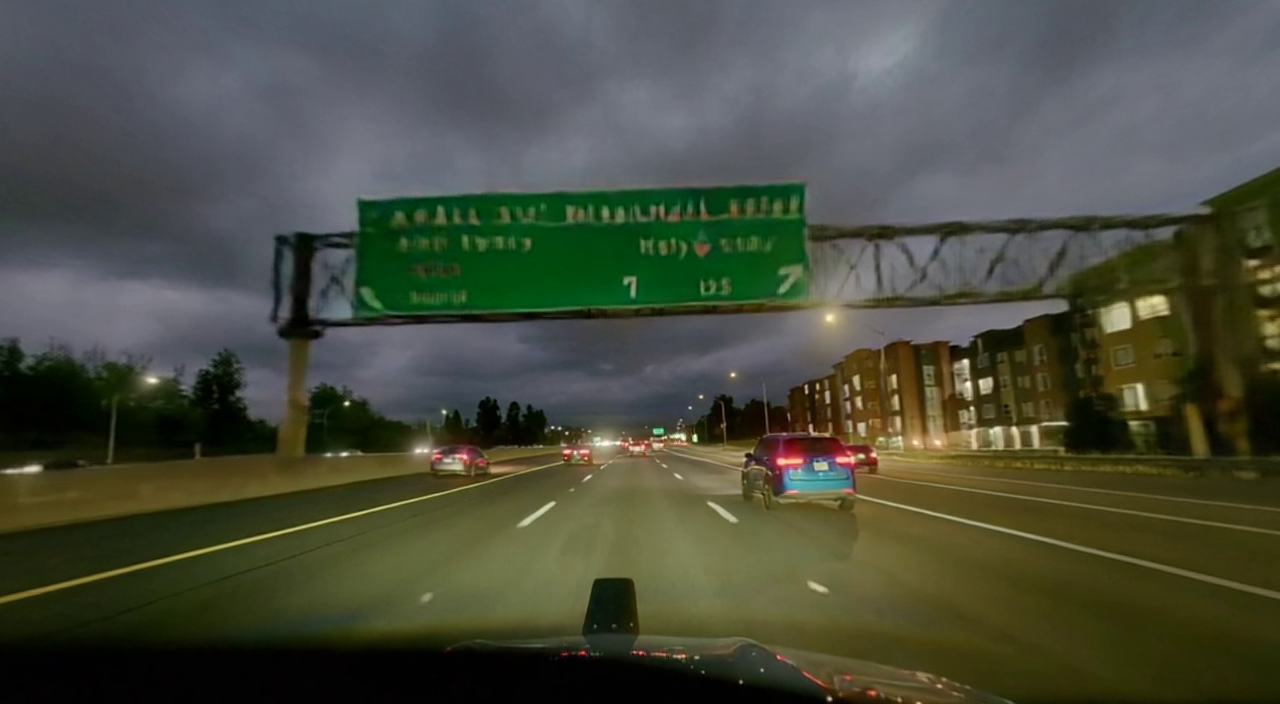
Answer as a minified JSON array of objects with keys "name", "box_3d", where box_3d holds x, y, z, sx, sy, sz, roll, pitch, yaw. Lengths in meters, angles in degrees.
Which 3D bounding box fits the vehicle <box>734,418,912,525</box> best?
[{"name":"vehicle","box_3d":[3.265,2.239,12.329,2.080,1.694,4.286,0,-9,-1]}]

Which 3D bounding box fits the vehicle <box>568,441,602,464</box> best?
[{"name":"vehicle","box_3d":[-3.713,6.855,43.197,2.002,1.466,4.378,0,-9,0]}]

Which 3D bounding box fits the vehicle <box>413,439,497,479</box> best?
[{"name":"vehicle","box_3d":[-7.478,4.358,26.052,2.021,1.496,4.495,0,-9,1]}]
